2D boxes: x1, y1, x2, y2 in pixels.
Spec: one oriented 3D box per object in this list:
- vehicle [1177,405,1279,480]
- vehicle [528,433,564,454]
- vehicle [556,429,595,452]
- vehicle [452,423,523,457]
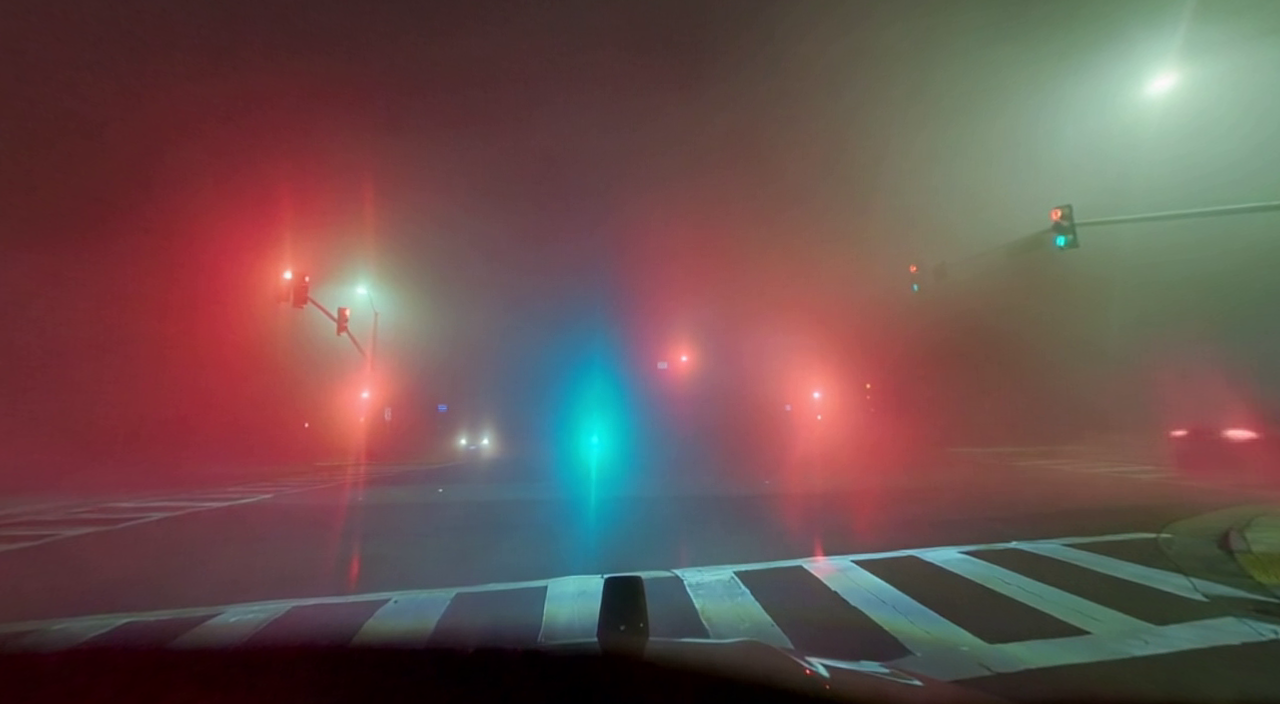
[{"bbox_3d":[16.141,2.137,14.915,5.300,1.584,2.142,1,-9,-9],"label":"vehicle"},{"bbox_3d":[-7.303,7.164,49.269,2.054,1.536,3.927,0,-9,3],"label":"vehicle"},{"bbox_3d":[-4.421,6.175,43.776,1.919,1.467,4.086,-1,-9,5],"label":"vehicle"},{"bbox_3d":[-8.996,5.272,37.713,2.000,1.864,5.044,-2,-9,13],"label":"vehicle"}]
